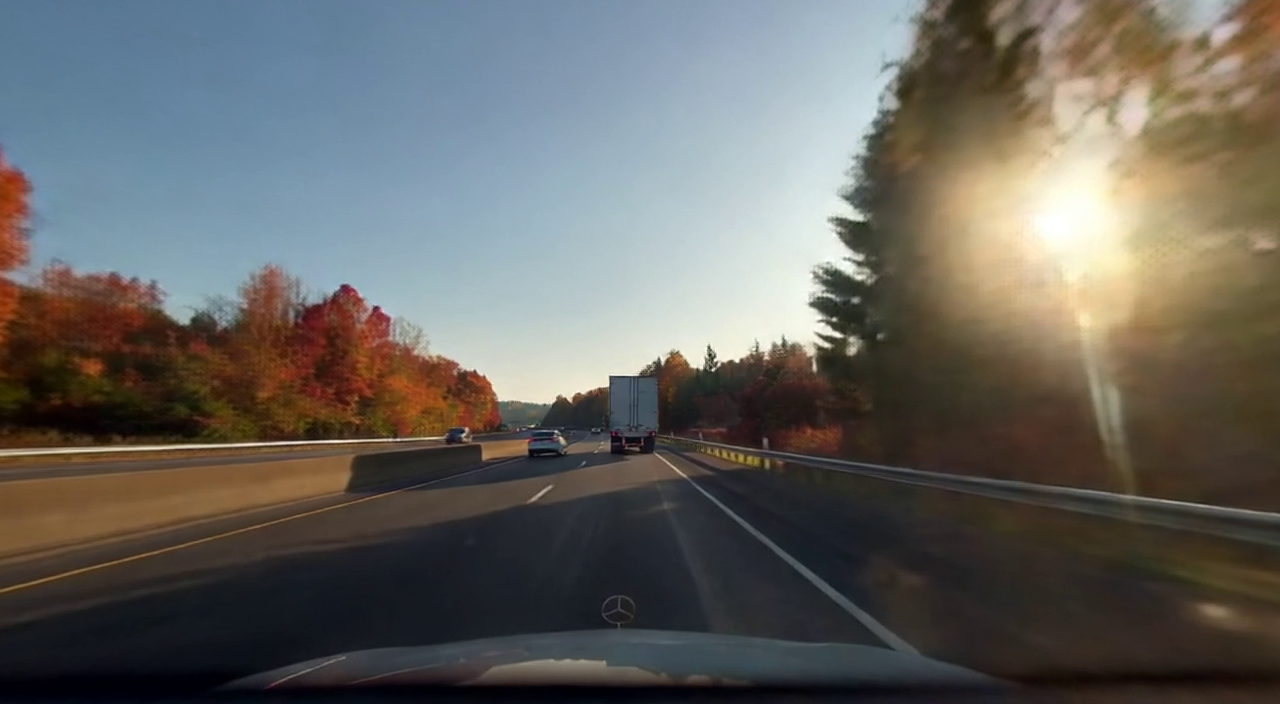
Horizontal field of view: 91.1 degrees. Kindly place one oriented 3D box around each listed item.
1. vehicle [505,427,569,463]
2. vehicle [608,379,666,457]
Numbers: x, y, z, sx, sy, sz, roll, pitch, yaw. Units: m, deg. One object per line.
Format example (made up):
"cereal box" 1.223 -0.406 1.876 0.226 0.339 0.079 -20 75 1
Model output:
"vehicle" -4.597 4.230 28.746 2.217 1.495 4.245 0 -8 0
"vehicle" -0.341 4.194 38.401 3.013 4.016 11.496 0 -8 -2
